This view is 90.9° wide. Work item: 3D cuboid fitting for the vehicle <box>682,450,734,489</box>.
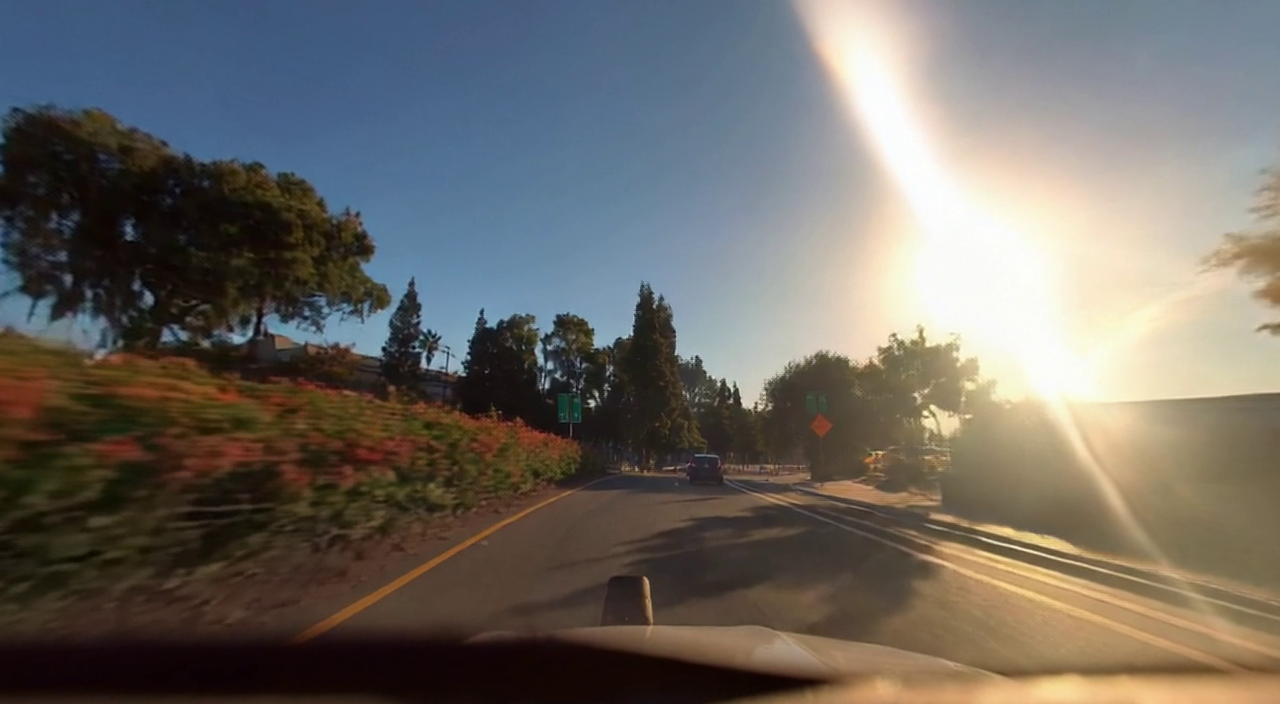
[{"bbox_3d":[2.895,5.116,27.842,1.956,1.473,4.640,0,-8,2],"label":"vehicle"}]
